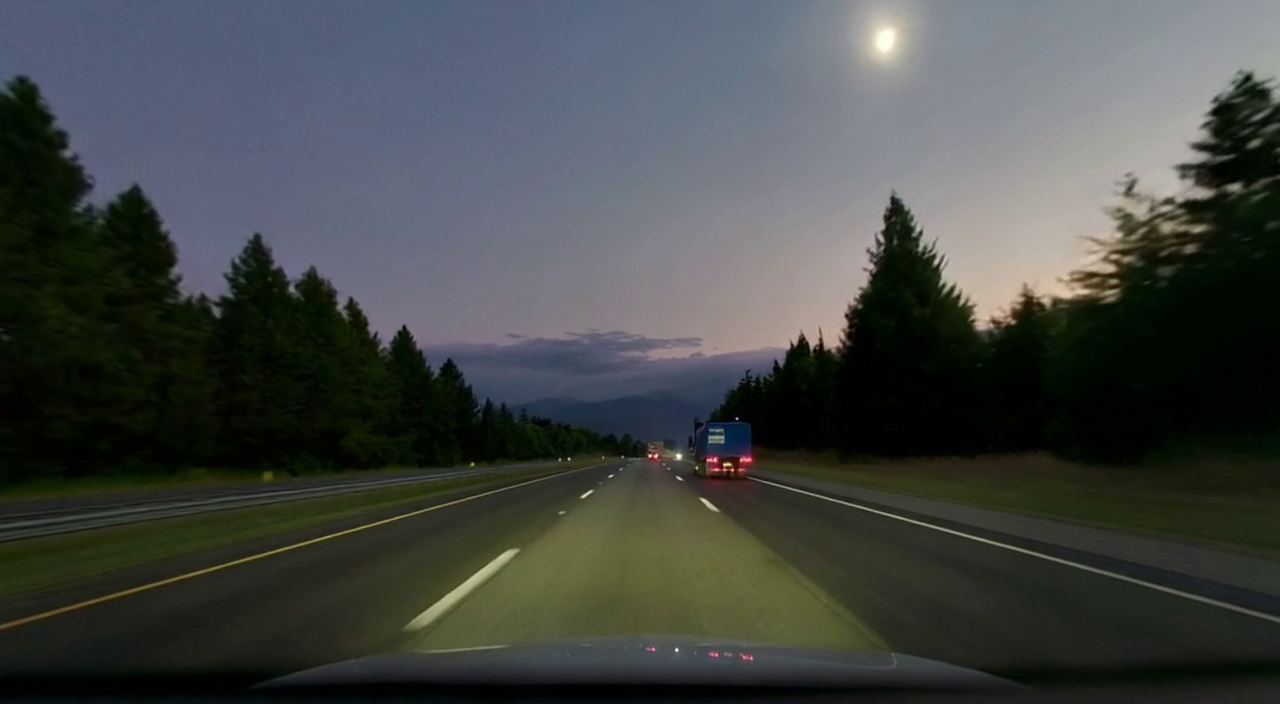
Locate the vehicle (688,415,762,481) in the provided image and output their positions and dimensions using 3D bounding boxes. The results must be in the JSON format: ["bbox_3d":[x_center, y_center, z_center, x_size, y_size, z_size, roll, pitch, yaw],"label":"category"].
[{"bbox_3d":[3.877,4.592,30.009,2.572,2.795,5.978,0,-9,-1],"label":"vehicle"}]
